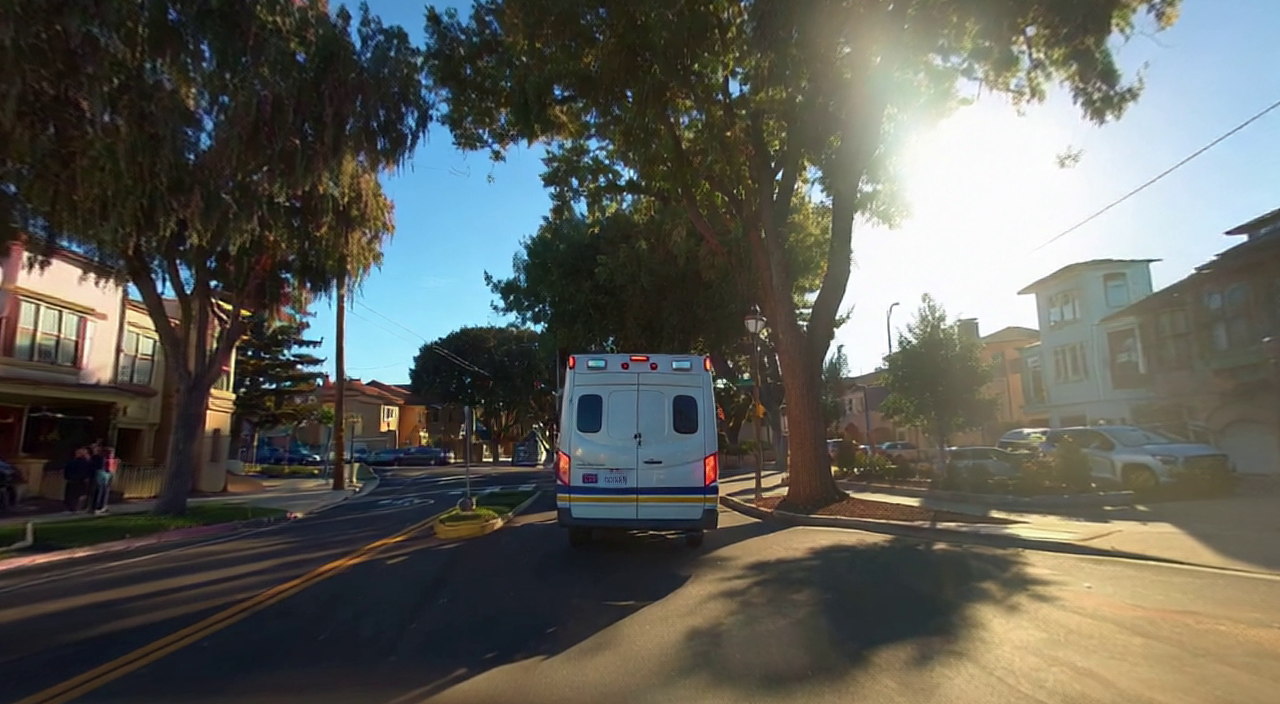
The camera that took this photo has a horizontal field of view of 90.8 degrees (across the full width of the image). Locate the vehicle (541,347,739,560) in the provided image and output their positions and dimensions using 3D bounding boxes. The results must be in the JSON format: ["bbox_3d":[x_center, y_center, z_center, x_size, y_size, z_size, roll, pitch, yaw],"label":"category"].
[{"bbox_3d":[0.001,1.648,10.666,2.444,2.640,5.482,0,-8,0],"label":"vehicle"}]

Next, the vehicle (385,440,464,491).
[{"bbox_3d":[-8.595,4.384,24.889,2.290,1.776,4.947,4,-9,-25],"label":"vehicle"}]

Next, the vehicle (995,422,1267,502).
[{"bbox_3d":[13.141,2.978,17.382,5.270,1.966,2.329,-2,-9,11],"label":"vehicle"}]

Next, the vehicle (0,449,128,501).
[{"bbox_3d":[-18.813,3.736,19.389,4.412,1.468,1.914,0,-8,-3],"label":"vehicle"}]
